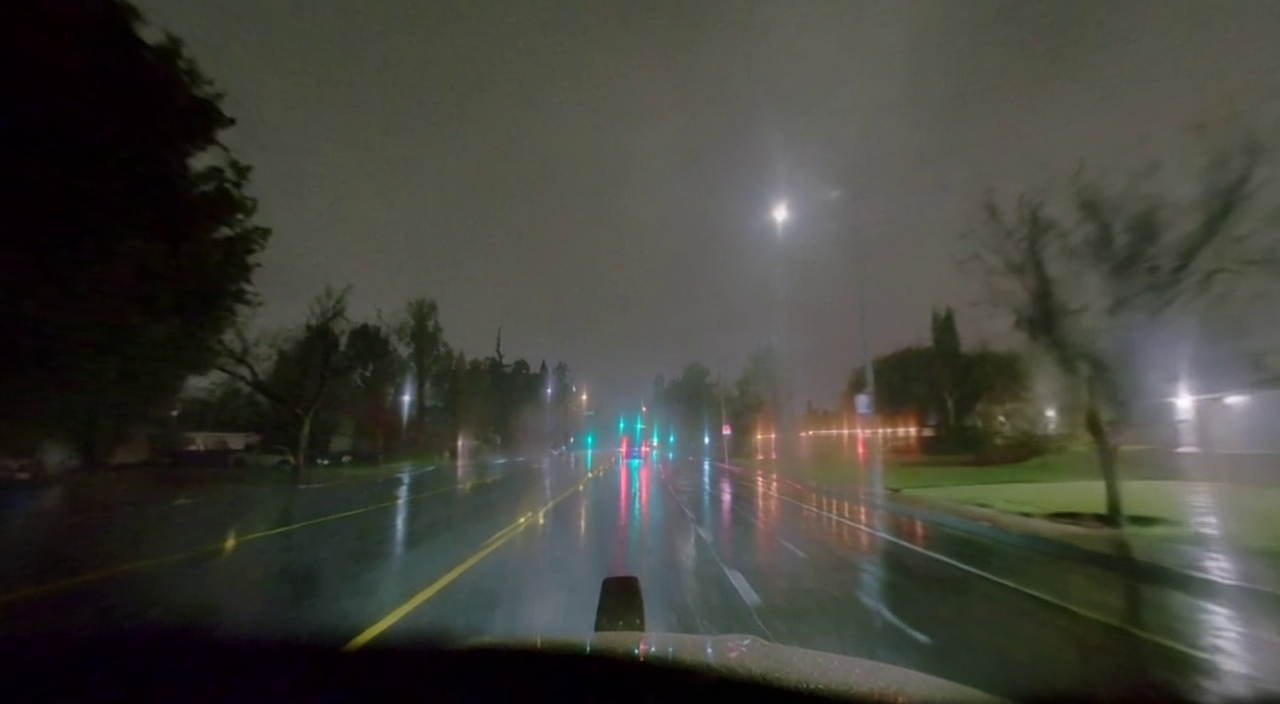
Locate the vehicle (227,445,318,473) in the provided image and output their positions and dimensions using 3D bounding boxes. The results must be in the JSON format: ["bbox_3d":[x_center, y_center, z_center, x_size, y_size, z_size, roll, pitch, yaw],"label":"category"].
[{"bbox_3d":[-22.121,6.420,38.103,4.241,1.601,1.970,0,-8,1],"label":"vehicle"}]

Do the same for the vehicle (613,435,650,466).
[{"bbox_3d":[-0.529,6.308,40.583,2.230,1.827,4.298,0,-8,-1],"label":"vehicle"}]
